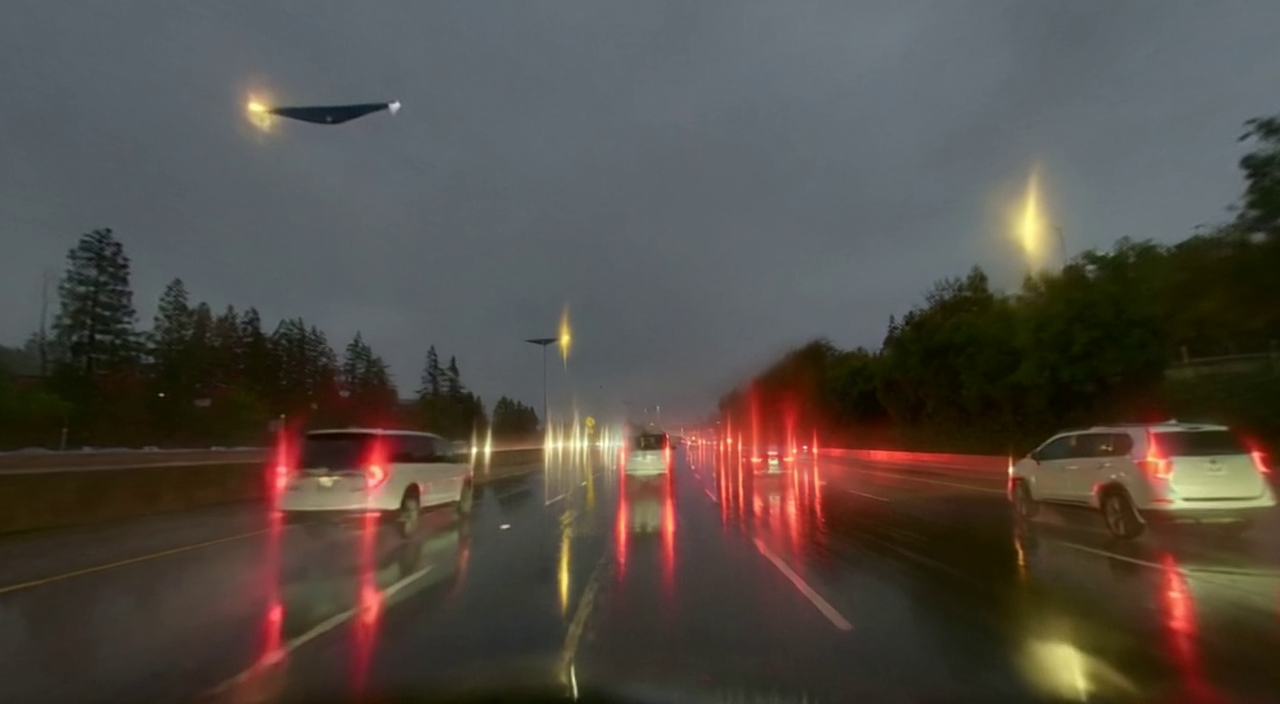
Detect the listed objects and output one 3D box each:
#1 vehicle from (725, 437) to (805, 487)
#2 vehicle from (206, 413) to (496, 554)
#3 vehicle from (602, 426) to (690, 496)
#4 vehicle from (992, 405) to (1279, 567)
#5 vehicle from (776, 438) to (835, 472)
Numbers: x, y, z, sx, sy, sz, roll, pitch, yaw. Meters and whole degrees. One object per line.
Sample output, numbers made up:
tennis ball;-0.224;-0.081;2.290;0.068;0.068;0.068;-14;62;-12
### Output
vehicle;4.192;3.766;21.789;1.999;1.514;4.338;0;-9;2
vehicle;-3.942;1.900;9.797;2.128;1.627;4.697;0;-9;2
vehicle;0.216;3.023;17.750;2.181;1.728;3.970;0;-9;2
vehicle;7.394;1.755;8.945;2.028;1.657;4.823;0;-9;1
vehicle;8.264;5.177;31.866;1.956;1.588;4.305;0;-9;3
